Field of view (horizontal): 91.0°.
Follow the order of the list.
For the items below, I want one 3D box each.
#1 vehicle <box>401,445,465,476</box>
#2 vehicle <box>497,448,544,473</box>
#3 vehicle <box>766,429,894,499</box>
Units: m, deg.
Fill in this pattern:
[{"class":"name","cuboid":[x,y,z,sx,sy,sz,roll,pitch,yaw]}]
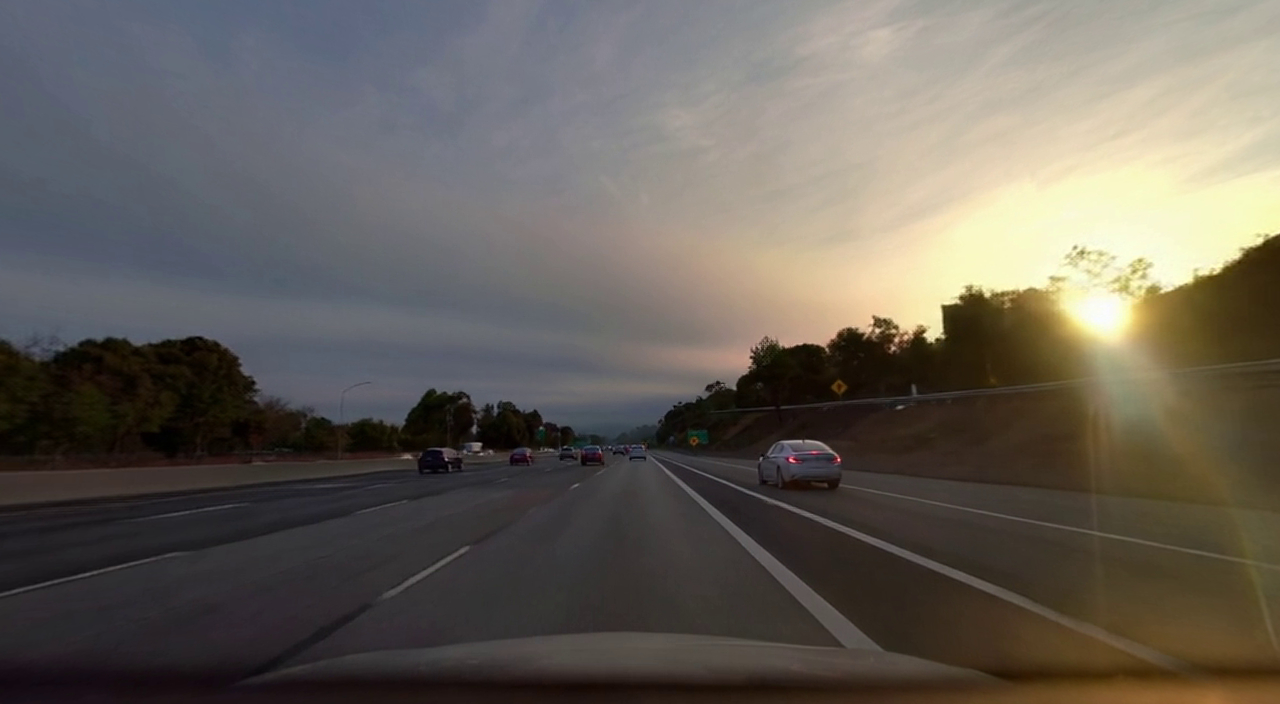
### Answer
[{"class":"vehicle","cuboid":[-11.605,6.108,35.645,2.107,1.628,4.446,0,-9,0]},{"class":"vehicle","cuboid":[-7.561,6.884,40.284,2.071,1.486,4.703,0,-9,0]},{"class":"vehicle","cuboid":[5.494,3.328,19.045,2.259,1.816,4.862,0,-9,-1]}]
